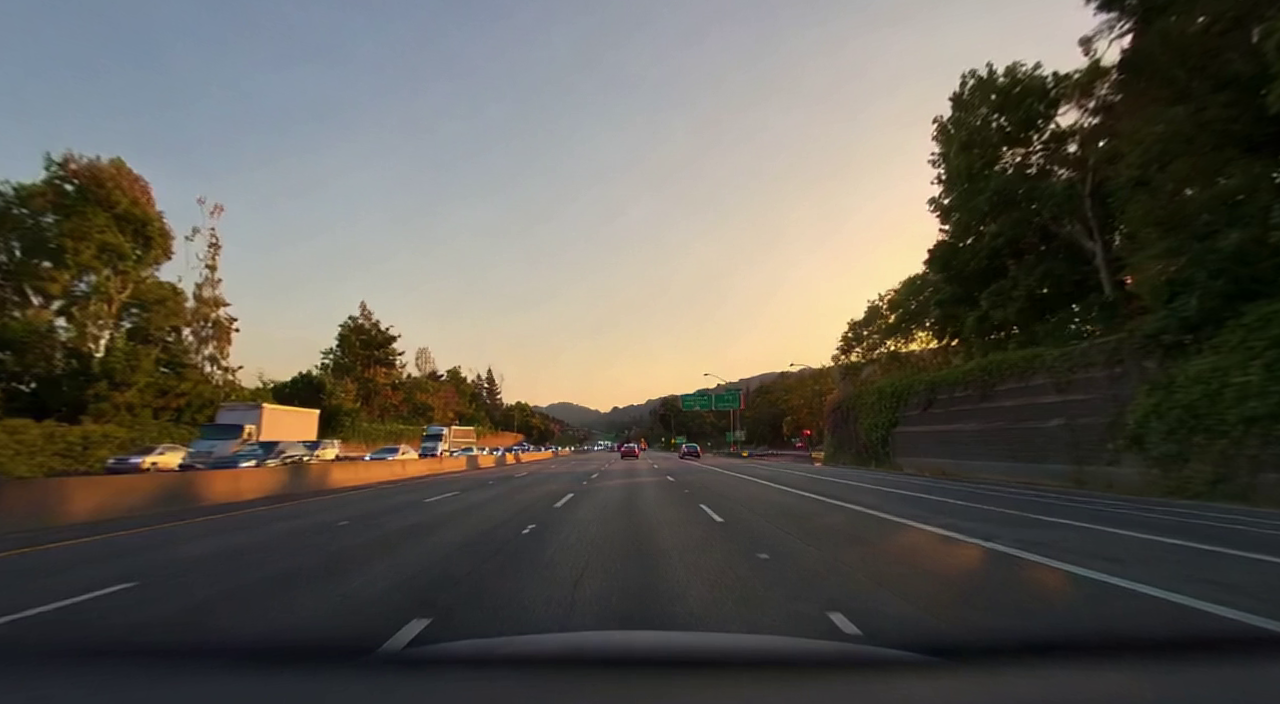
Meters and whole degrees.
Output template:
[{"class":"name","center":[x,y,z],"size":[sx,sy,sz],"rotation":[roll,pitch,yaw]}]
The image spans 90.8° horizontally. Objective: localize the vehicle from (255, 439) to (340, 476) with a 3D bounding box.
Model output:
[{"class":"vehicle","center":[-19.003,5.868,35.360],"size":[2.039,1.887,4.820],"rotation":[0,-9,-1]}]

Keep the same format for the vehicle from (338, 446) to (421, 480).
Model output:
[{"class":"vehicle","center":[-12.505,5.332,30.726],"size":[2.084,1.496,4.576],"rotation":[0,-9,0]}]

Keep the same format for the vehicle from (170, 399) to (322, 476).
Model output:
[{"class":"vehicle","center":[-22.751,5.119,37.439],"size":[2.945,3.911,9.666],"rotation":[0,-9,-2]}]

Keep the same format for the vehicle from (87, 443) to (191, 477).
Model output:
[{"class":"vehicle","center":[-26.188,5.634,33.244],"size":[2.010,1.663,4.189],"rotation":[0,-9,-1]}]
